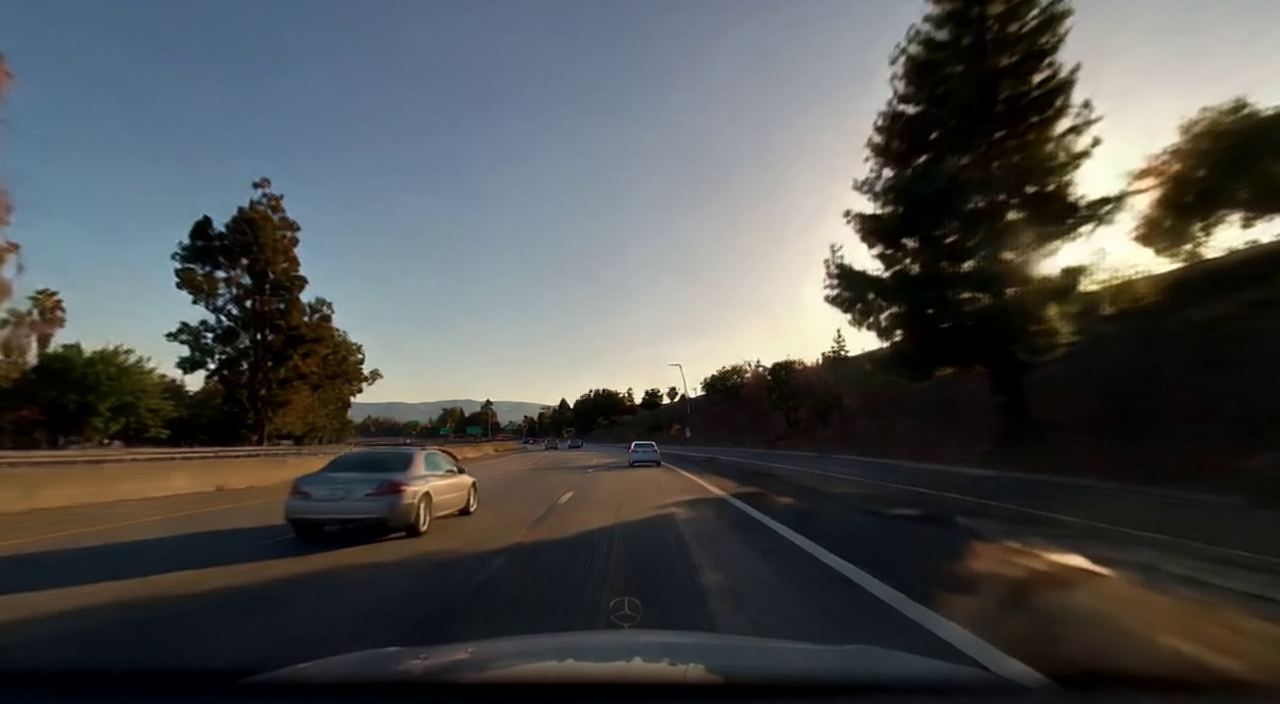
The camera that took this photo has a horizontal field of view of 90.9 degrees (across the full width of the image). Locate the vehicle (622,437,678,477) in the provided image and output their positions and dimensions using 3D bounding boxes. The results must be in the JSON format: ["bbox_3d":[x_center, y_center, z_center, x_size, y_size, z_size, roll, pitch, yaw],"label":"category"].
[{"bbox_3d":[0.311,4.139,25.052,2.051,1.444,3.927,0,-9,-2],"label":"vehicle"}]

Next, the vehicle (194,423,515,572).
[{"bbox_3d":[-3.463,1.888,9.087,2.246,1.519,4.980,0,-9,1],"label":"vehicle"}]
